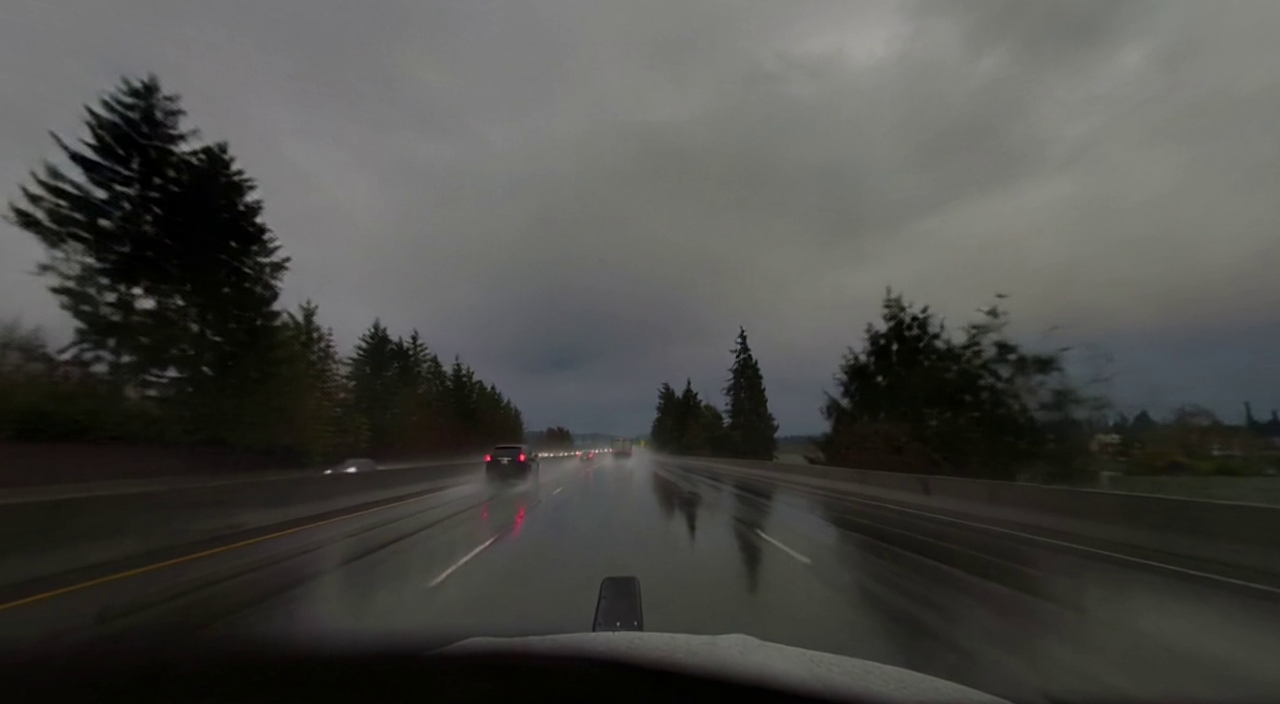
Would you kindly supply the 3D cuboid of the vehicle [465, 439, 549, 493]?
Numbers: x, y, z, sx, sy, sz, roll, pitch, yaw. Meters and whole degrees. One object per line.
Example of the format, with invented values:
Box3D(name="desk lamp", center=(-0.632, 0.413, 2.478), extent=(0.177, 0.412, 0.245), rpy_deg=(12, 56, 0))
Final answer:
Box3D(name="vehicle", center=(-4.620, 4.015, 22.436), extent=(2.151, 1.693, 4.201), rpy_deg=(0, -9, -1))
